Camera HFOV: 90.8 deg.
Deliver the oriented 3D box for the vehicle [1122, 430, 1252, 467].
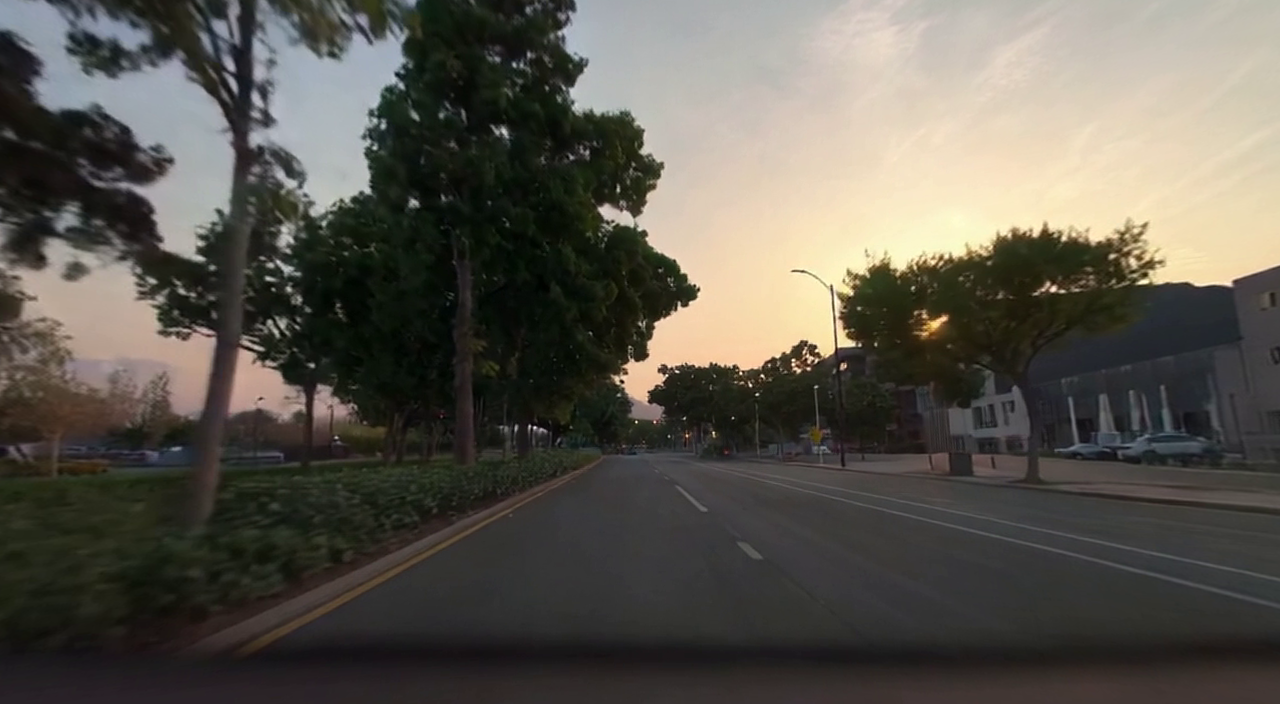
[{"bbox_3d":[29.017,5.138,33.629,4.924,1.901,2.095,0,-9,-1],"label":"vehicle"}]
